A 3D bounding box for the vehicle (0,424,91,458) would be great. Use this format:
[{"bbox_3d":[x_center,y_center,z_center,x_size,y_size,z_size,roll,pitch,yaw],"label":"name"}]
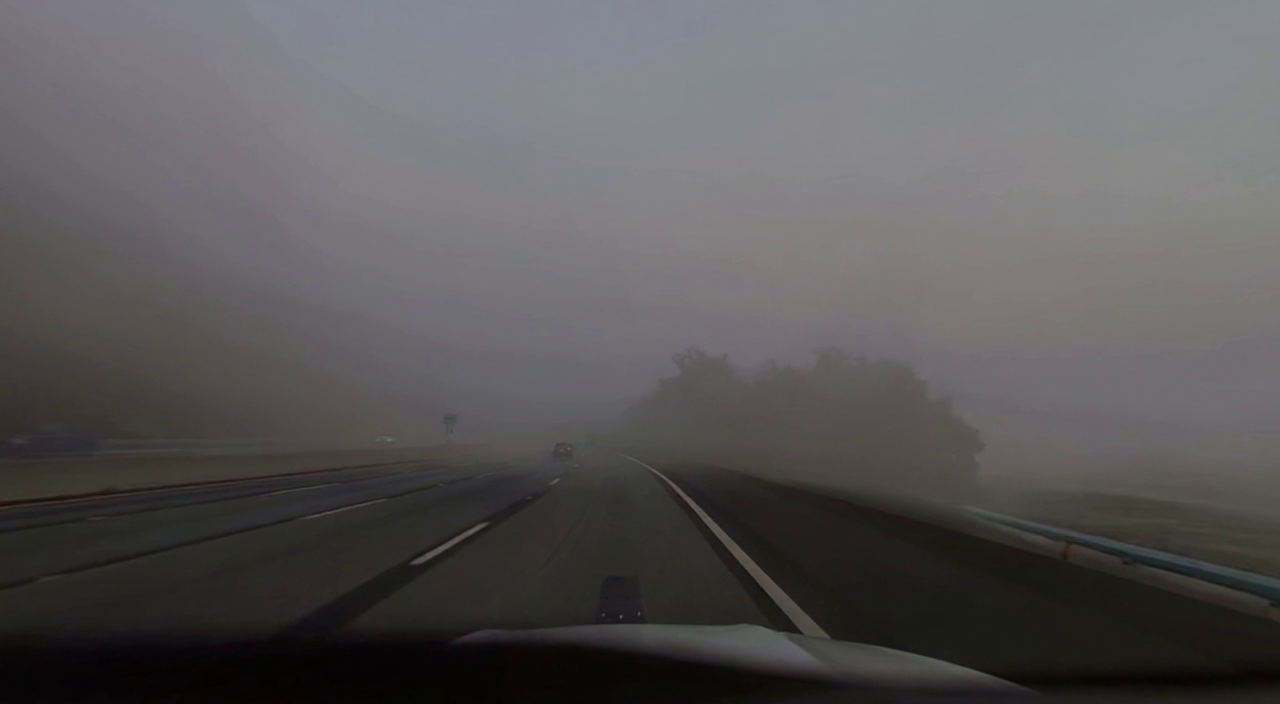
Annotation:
[{"bbox_3d":[-32.712,4.813,34.005,1.924,1.680,4.758,1,-8,-2],"label":"vehicle"}]
